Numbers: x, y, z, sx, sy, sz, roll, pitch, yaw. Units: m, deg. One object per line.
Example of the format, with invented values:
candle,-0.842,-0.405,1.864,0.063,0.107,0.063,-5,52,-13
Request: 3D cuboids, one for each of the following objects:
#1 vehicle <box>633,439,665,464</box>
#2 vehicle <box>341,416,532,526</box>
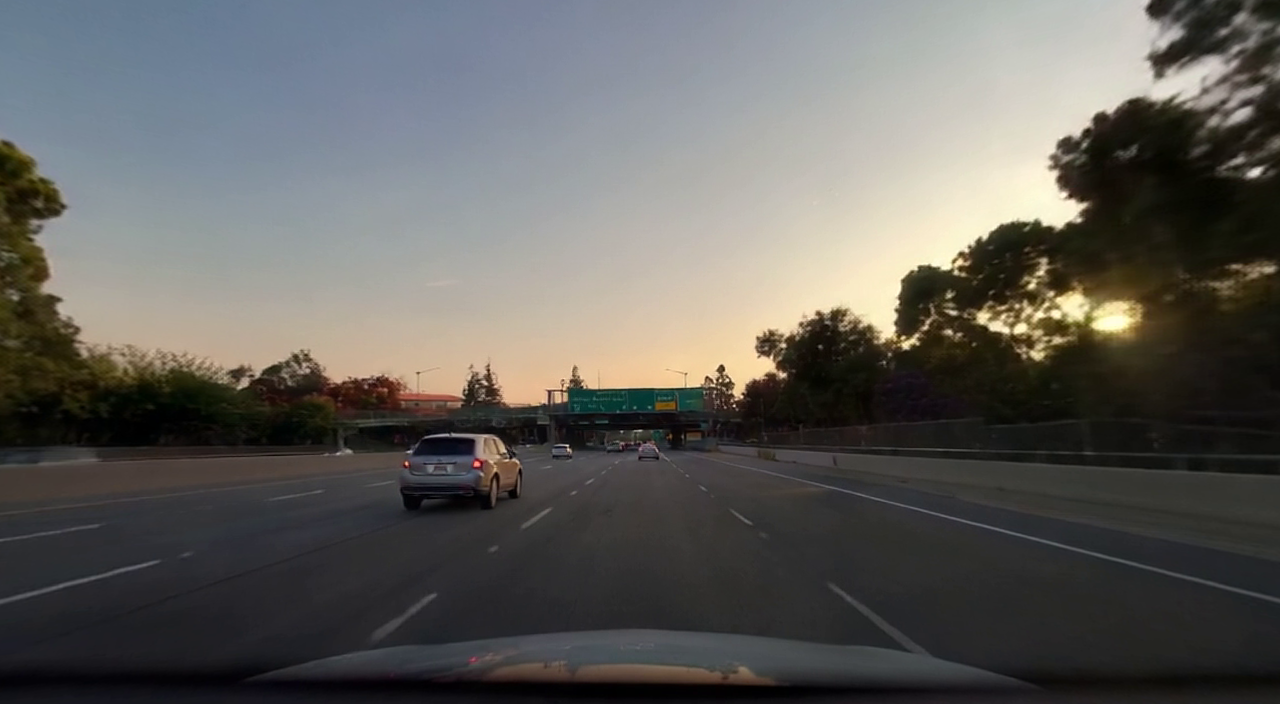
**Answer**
vehicle,0.577,6.766,42.913,2.023,1.589,4.030,0,-8,0
vehicle,-3.699,2.263,12.525,2.214,1.759,4.435,0,-8,1
